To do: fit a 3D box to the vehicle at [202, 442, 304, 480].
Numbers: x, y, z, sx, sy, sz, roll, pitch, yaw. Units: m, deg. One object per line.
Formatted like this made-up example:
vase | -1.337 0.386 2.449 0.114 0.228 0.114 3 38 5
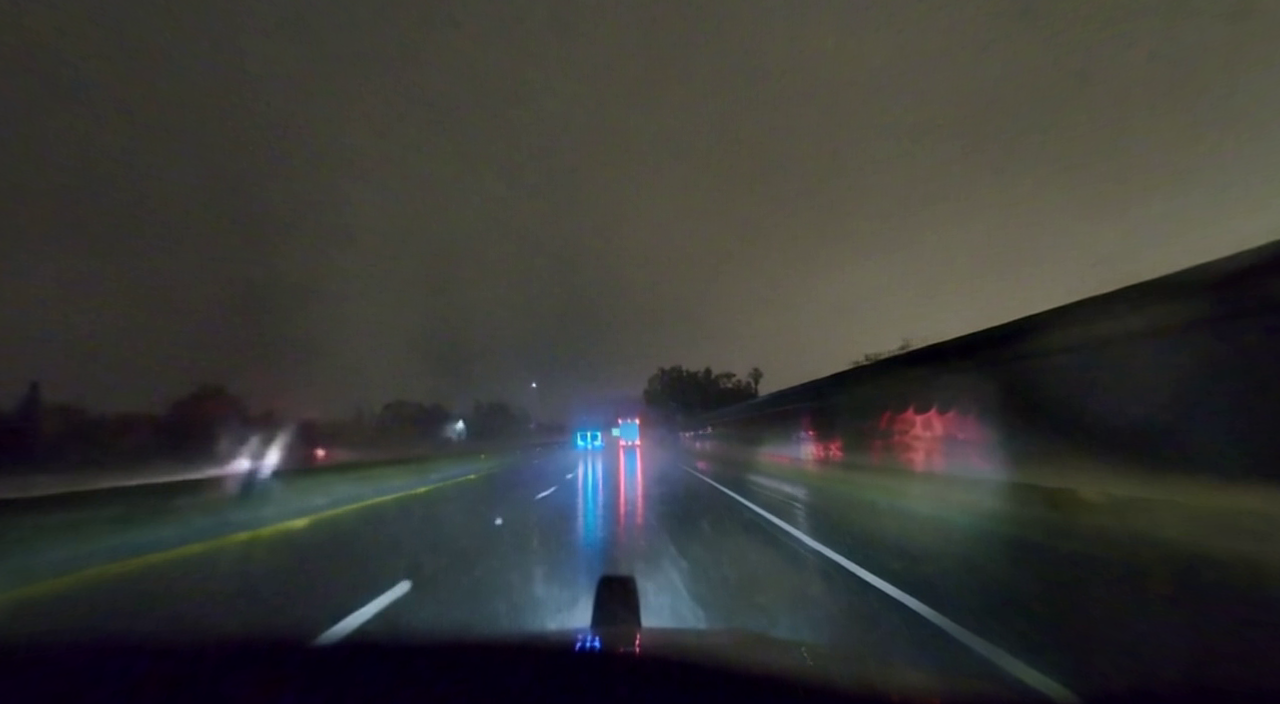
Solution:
vehicle | -16.681 4.686 27.410 2.078 1.506 3.740 0 -8 -1
